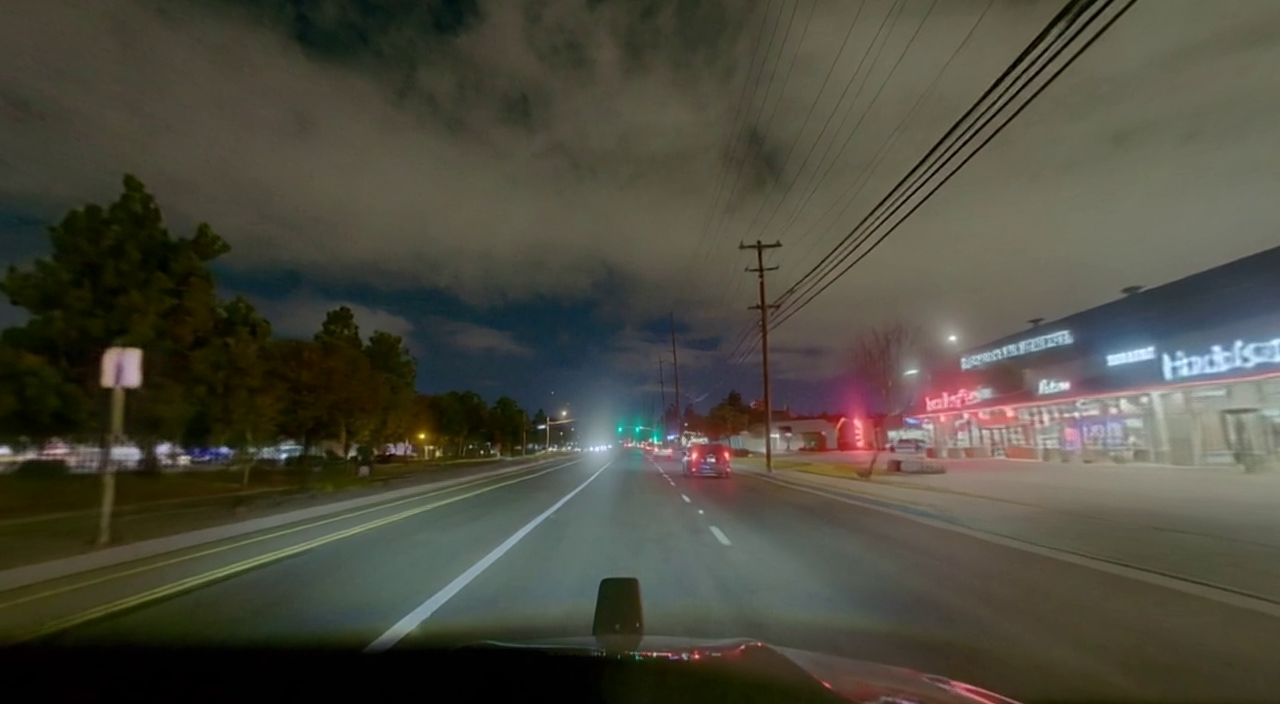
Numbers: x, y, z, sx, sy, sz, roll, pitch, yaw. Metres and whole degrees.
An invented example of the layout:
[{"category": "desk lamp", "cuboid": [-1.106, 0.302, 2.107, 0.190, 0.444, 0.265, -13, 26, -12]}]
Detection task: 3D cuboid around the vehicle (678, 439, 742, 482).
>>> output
[{"category": "vehicle", "cuboid": [2.633, 4.192, 24.648, 1.975, 1.497, 3.647, 0, -9, -1]}]
